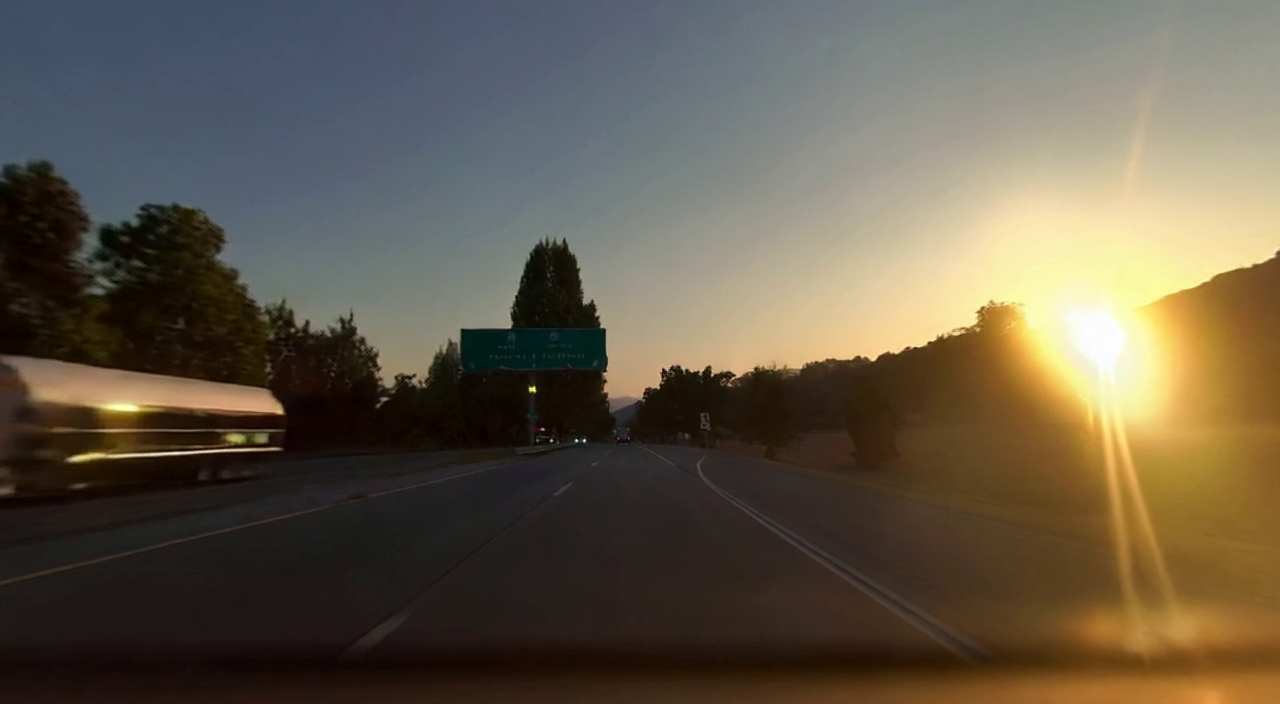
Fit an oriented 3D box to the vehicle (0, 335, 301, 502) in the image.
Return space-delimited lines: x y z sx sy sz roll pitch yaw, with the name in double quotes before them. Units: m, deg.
"vehicle" -17.246 2.546 22.291 2.871 4.062 14.228 0 -8 -1
